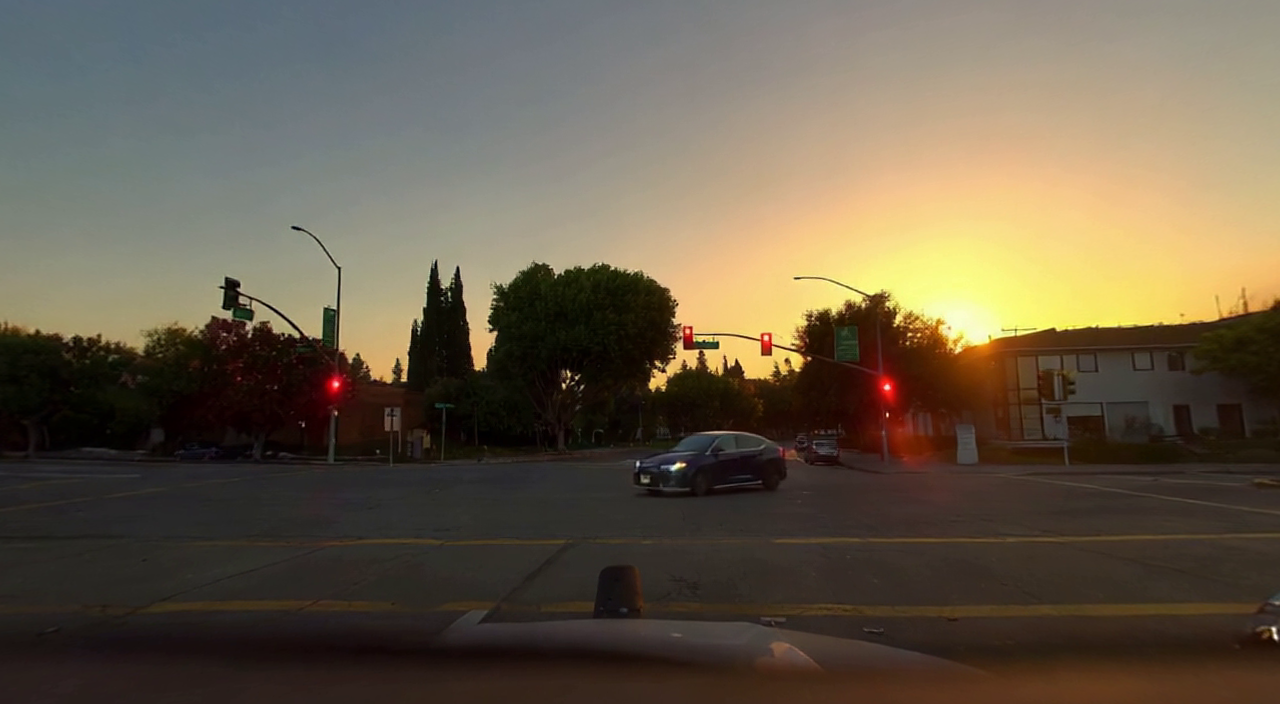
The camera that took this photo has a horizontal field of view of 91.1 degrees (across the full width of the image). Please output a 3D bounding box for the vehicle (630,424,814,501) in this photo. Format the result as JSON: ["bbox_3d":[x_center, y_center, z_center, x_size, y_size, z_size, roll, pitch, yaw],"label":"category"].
[{"bbox_3d":[2.231,2.898,16.866,4.580,1.768,2.134,5,-10,-32],"label":"vehicle"}]

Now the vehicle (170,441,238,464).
[{"bbox_3d":[-29.114,6.698,42.045,1.696,1.431,3.686,-1,-8,3],"label":"vehicle"}]
